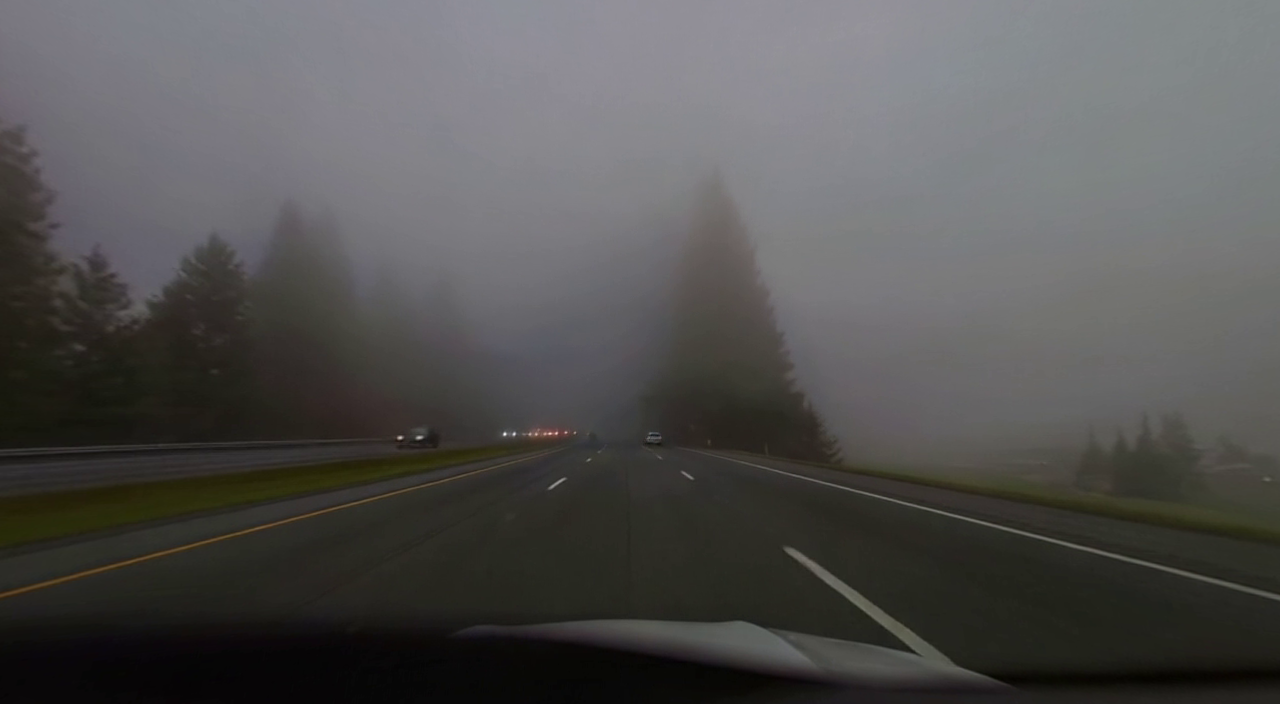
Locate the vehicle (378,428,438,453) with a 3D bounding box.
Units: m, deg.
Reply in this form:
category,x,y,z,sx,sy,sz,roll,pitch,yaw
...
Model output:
category,x,y,z,sx,sy,sz,roll,pitch,yaw
vehicle,-13.952,5.370,38.144,1.924,1.424,4.695,0,-8,-1
